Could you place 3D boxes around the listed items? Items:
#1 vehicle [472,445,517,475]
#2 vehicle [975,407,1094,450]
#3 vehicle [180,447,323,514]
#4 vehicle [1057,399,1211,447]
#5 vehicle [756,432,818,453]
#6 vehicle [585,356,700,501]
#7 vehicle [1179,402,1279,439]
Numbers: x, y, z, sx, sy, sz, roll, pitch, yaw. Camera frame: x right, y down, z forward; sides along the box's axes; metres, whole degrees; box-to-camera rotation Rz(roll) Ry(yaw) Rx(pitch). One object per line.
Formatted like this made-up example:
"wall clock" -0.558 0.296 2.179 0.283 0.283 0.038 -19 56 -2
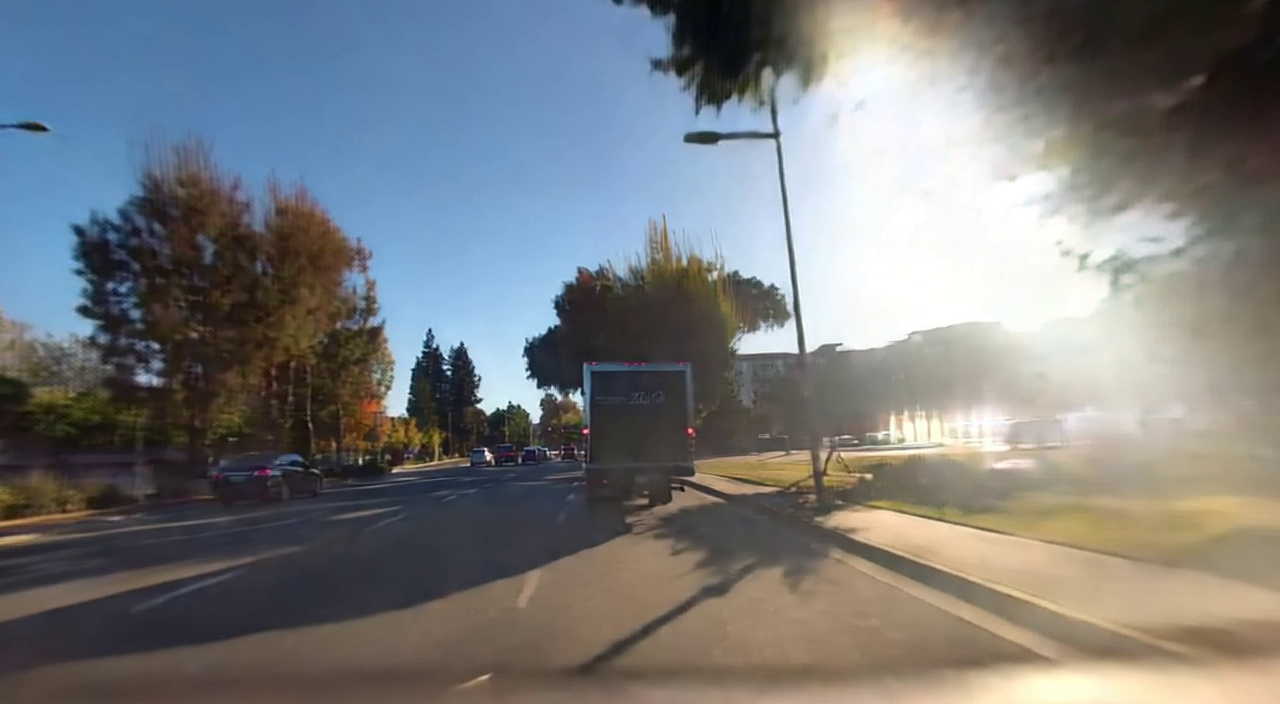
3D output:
"vehicle" -9.226 6.849 40.163 2.095 1.759 4.433 0 -9 -3
"vehicle" 17.984 3.583 28.948 1.880 1.804 4.679 1 -9 -9
"vehicle" -10.908 3.577 18.071 1.958 1.672 4.283 1 -9 -10
"vehicle" 23.250 3.497 29.983 2.220 1.981 5.827 2 -9 -6
"vehicle" 11.441 7.041 48.914 4.321 1.579 1.823 1 -8 -4
"vehicle" -0.321 2.577 20.318 2.905 3.644 8.807 1 -9 -5
"vehicle" 28.662 3.322 30.146 1.827 1.498 3.785 -3 -9 -7
